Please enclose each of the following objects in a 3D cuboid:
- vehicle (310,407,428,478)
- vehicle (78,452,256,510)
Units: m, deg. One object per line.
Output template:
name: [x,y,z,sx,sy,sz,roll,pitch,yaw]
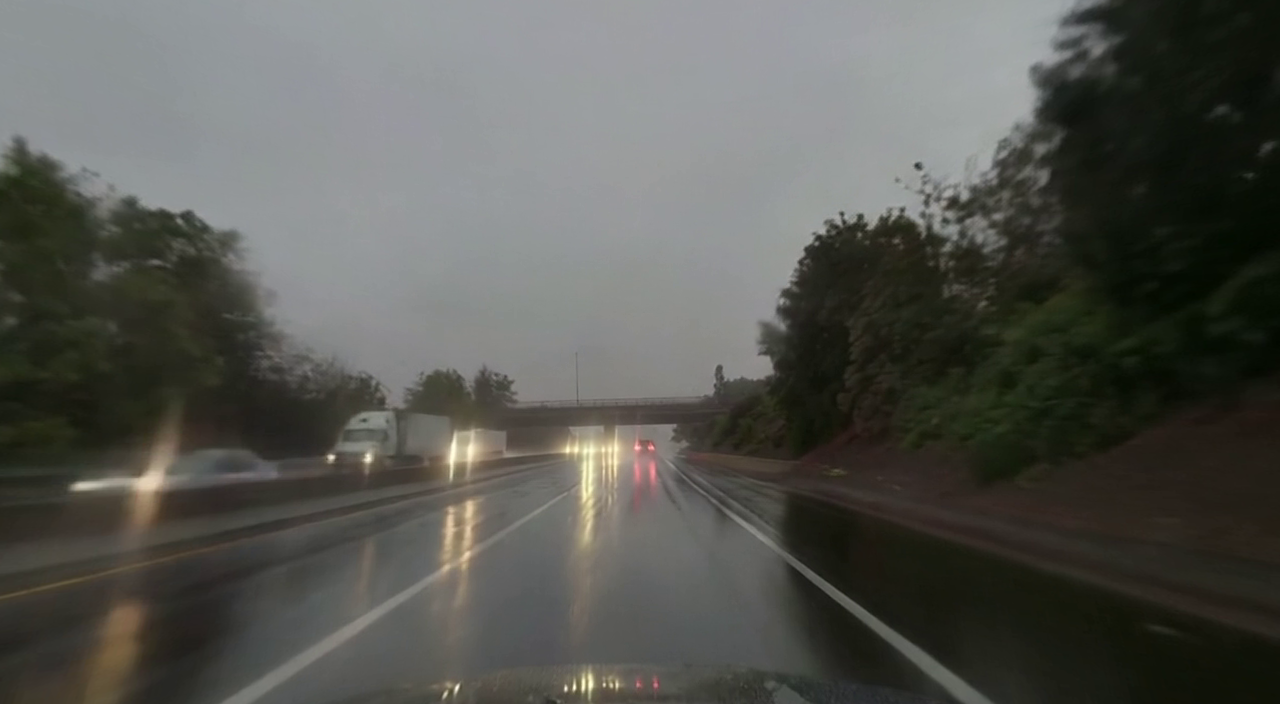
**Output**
vehicle: [-17.174,5.943,41.173,2.933,4.014,10.307,0,-9,1]
vehicle: [-13.803,3.737,18.814,1.864,1.489,4.284,0,-9,2]
